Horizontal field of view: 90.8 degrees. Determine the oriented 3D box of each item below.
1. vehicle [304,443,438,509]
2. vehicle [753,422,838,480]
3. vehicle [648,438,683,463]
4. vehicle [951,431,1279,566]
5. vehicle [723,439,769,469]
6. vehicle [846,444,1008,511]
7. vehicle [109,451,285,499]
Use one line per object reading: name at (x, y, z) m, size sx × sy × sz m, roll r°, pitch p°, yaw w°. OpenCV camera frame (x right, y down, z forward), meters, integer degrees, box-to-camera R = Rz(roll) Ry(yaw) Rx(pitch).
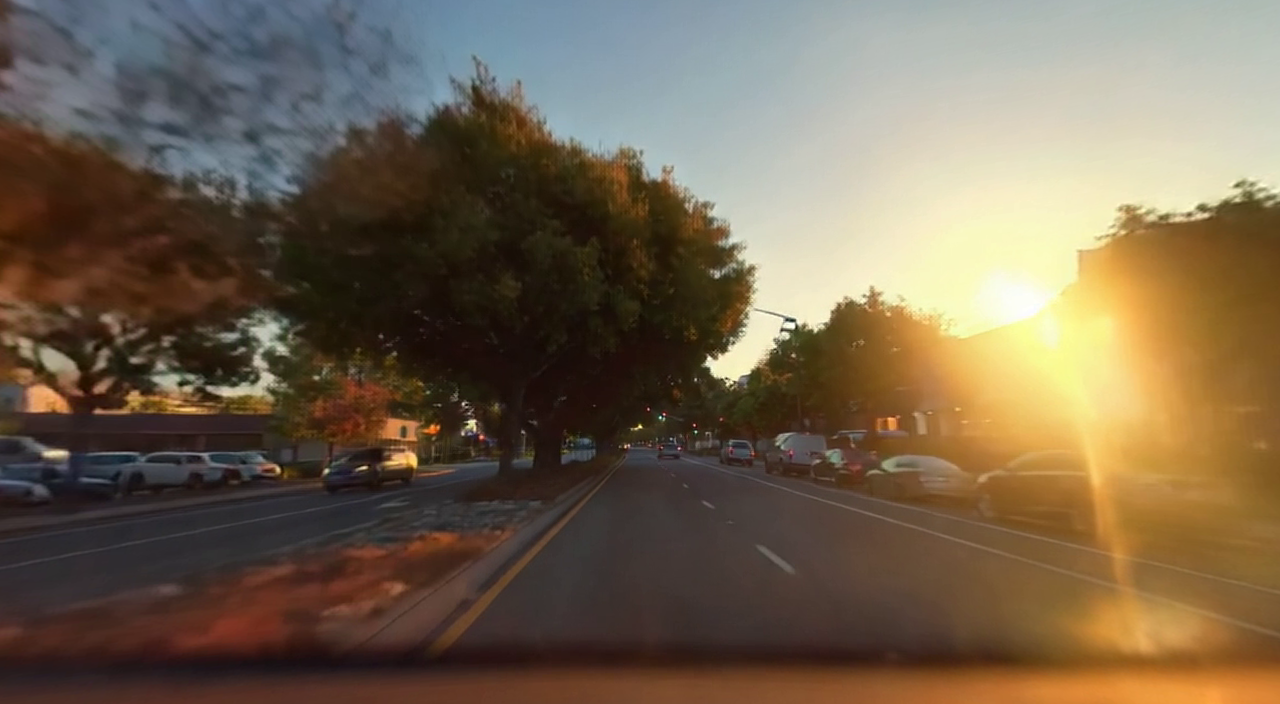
vehicle at (-7.654, 3.359, 17.716) m, size 2.165 × 1.567 × 4.700 m, roll 6°, pitch -11°, yaw -38°
vehicle at (7.100, 4.607, 29.659) m, size 2.323 × 2.433 × 5.901 m, roll 0°, pitch -8°, yaw -2°
vehicle at (1.871, 7.563, 48.607) m, size 2.293 × 1.814 × 4.589 m, roll 0°, pitch -8°, yaw -3°
vehicle at (7.400, 2.151, 10.256) m, size 1.951 × 1.601 × 5.147 m, roll 0°, pitch -8°, yaw -1°
vehicle at (7.011, 6.819, 42.306) m, size 2.088 × 1.848 × 4.936 m, roll 0°, pitch -9°, yaw -2°
vehicle at (7.180, 3.147, 16.508) m, size 1.862 × 1.464 × 4.892 m, roll 0°, pitch -8°, yaw -1°
vehicle at (-14.823, 4.079, 21.250) m, size 4.635 × 1.457 × 2.060 m, roll -2°, pitch -8°, yaw 10°
